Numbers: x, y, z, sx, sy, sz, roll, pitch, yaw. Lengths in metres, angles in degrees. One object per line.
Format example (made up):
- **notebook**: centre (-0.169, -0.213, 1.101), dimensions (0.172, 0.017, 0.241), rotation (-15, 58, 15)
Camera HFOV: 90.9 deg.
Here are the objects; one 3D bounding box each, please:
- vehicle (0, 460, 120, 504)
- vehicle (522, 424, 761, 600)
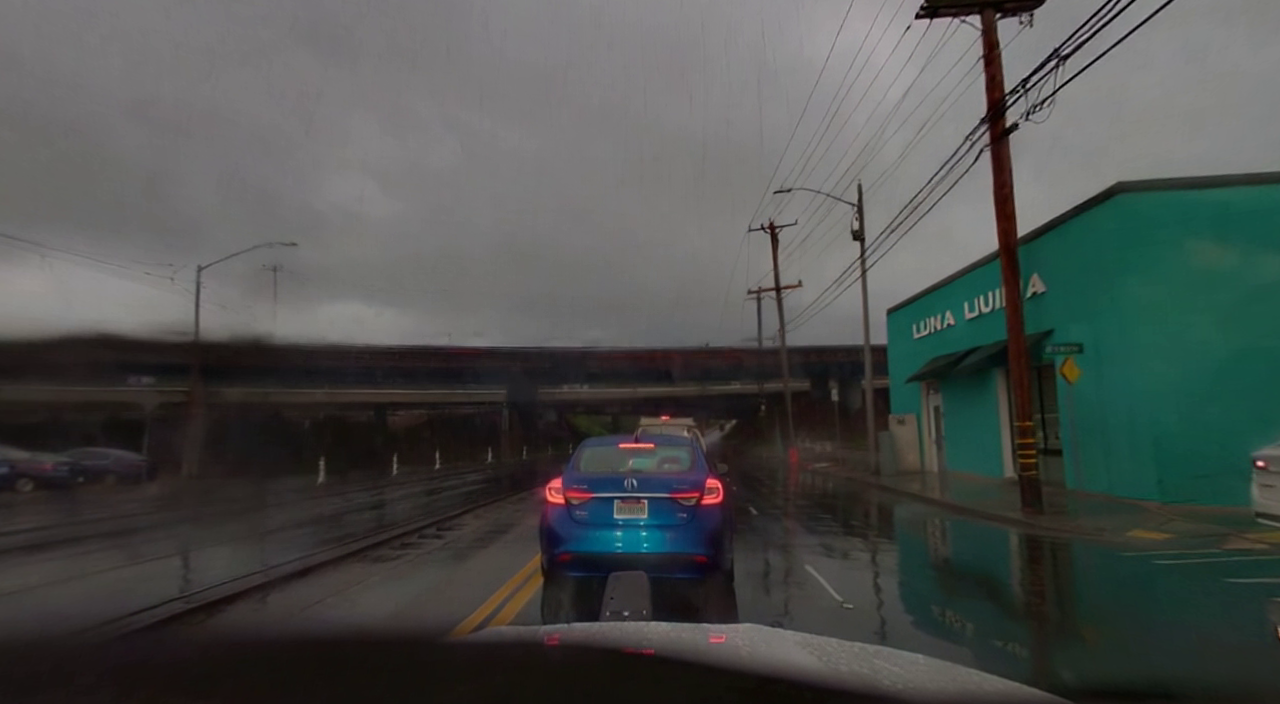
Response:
- **vehicle**: centre (-21.913, 4.683, 22.846), dimensions (4.566, 1.453, 1.935), rotation (-1, -9, 5)
- **vehicle**: centre (0.102, 1.711, 7.617), dimensions (2.090, 1.518, 4.033), rotation (-1, -9, 3)
